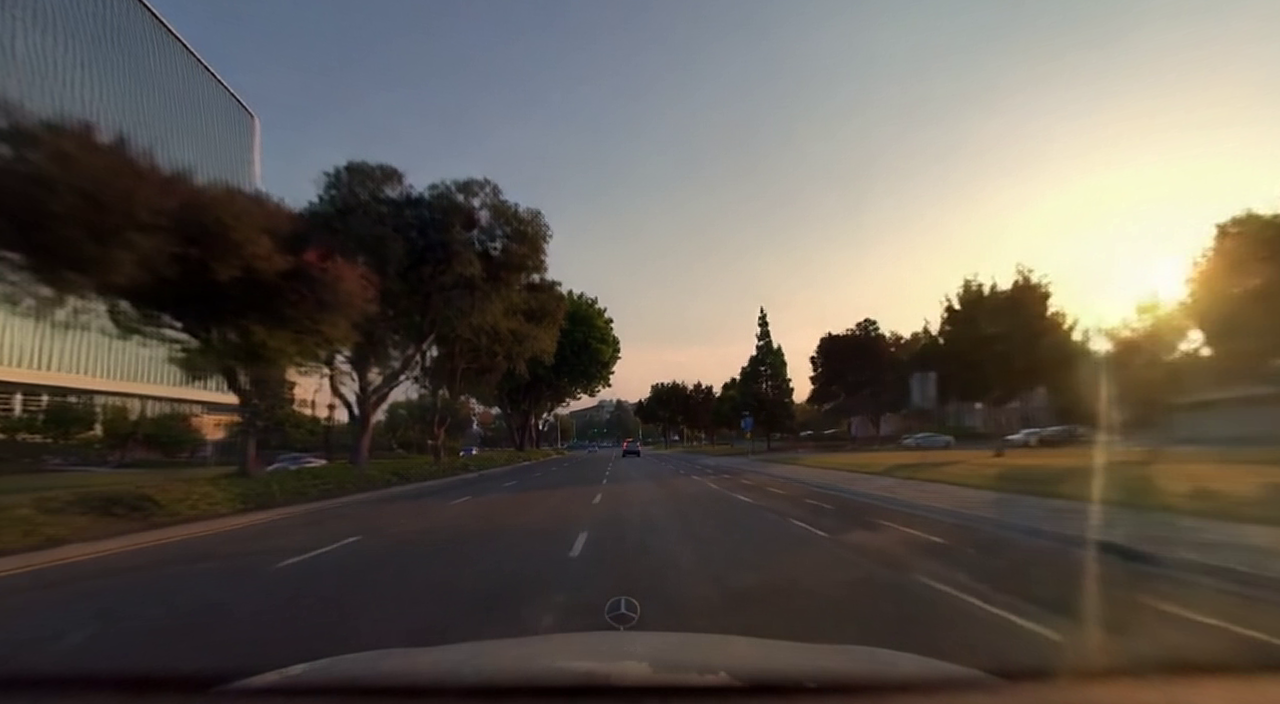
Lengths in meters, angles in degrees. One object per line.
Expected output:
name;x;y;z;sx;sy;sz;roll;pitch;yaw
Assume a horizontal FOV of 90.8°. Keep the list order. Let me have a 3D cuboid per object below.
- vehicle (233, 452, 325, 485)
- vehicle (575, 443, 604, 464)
vehicle;-18.107;5.841;32.005;1.972;1.457;4.716;-1;-8;-2
vehicle;-3.882;7.853;49.034;2.080;1.445;4.096;-1;-8;-2
